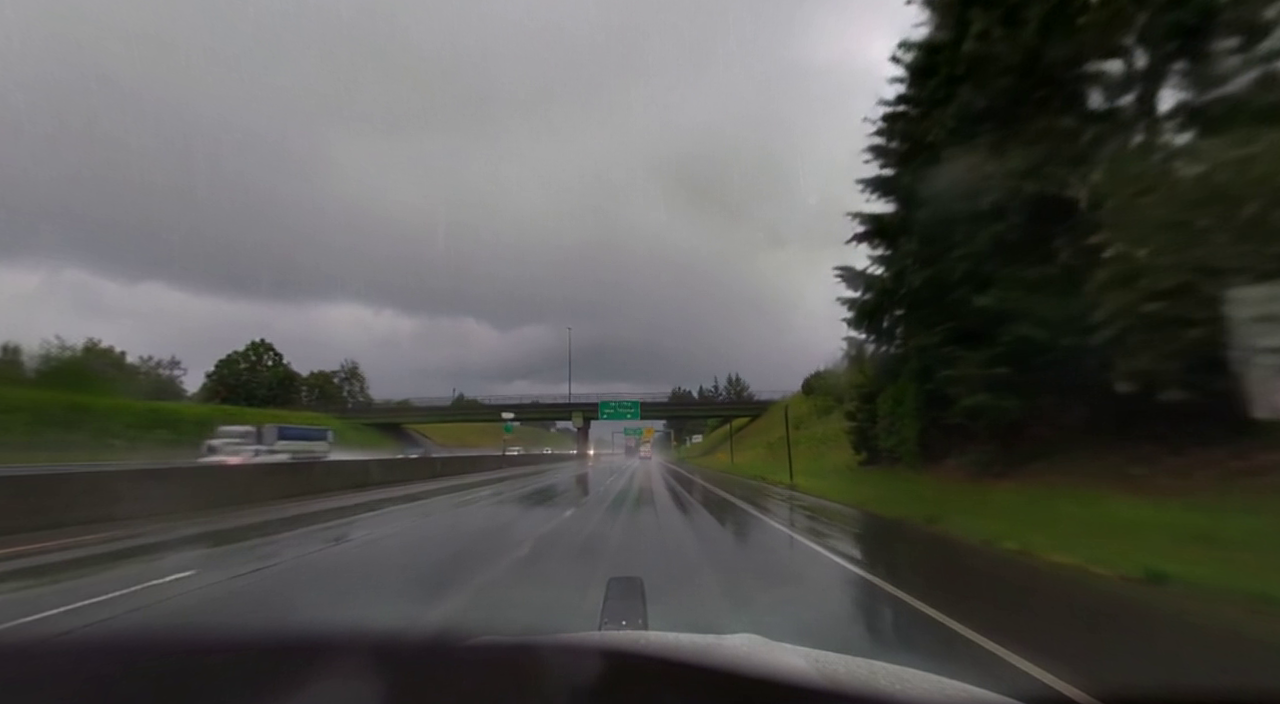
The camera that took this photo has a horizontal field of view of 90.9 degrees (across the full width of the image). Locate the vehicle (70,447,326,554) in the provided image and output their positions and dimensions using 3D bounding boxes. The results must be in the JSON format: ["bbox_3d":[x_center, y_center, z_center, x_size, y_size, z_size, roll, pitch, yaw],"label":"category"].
[{"bbox_3d":[-19.140,6.304,29.045,2.858,3.768,11.969,0,-8,1],"label":"vehicle"}]
